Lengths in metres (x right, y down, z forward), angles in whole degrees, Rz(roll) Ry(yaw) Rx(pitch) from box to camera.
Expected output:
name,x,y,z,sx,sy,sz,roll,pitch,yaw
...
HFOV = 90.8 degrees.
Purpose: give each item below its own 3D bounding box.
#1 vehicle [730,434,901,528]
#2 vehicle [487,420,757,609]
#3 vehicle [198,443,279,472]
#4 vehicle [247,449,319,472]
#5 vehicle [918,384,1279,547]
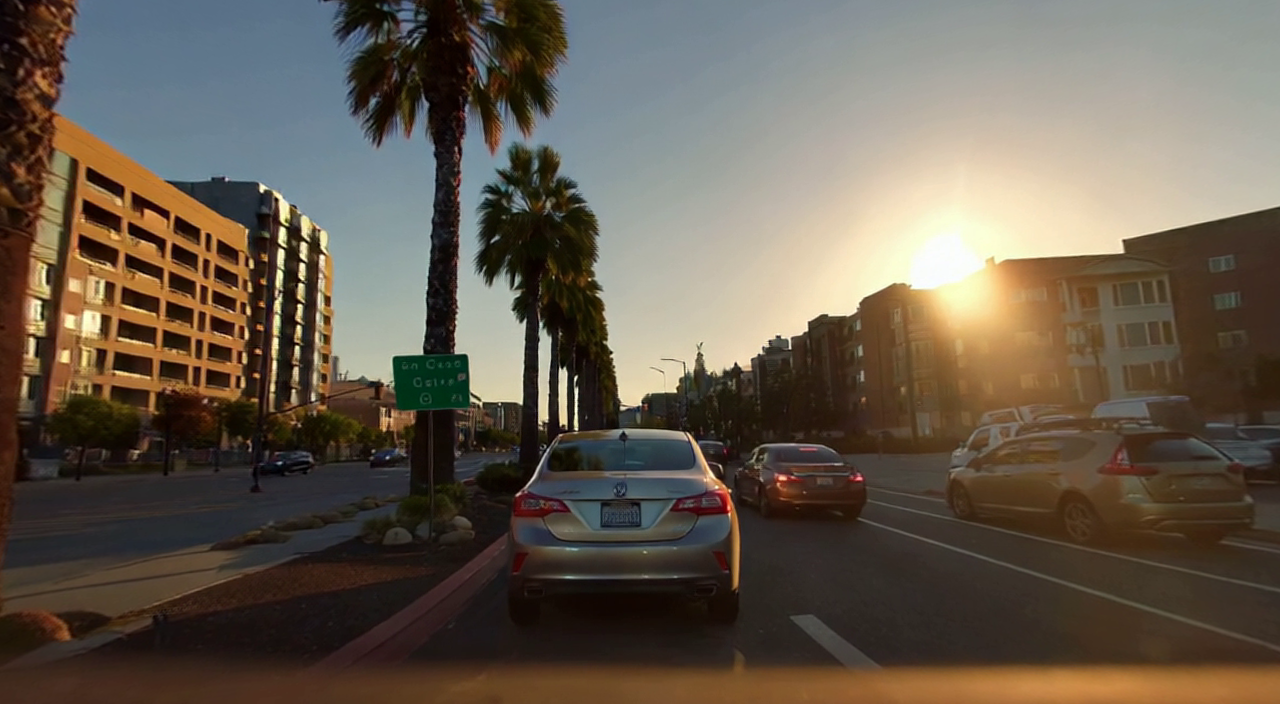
name,x,y,z,sx,sy,sz,roll,pitch,yaw
vehicle,3.085,2.359,12.204,1.925,1.451,4.436,0,-8,-2
vehicle,-0.153,1.601,7.095,2.158,1.498,3.919,0,-8,0
vehicle,-28.327,7.424,44.840,2.115,1.884,5.481,0,-8,0
vehicle,-23.825,7.256,42.368,1.972,1.425,4.765,0,-8,1
vehicle,7.199,1.859,10.917,2.254,2.072,5.577,0,-9,1
